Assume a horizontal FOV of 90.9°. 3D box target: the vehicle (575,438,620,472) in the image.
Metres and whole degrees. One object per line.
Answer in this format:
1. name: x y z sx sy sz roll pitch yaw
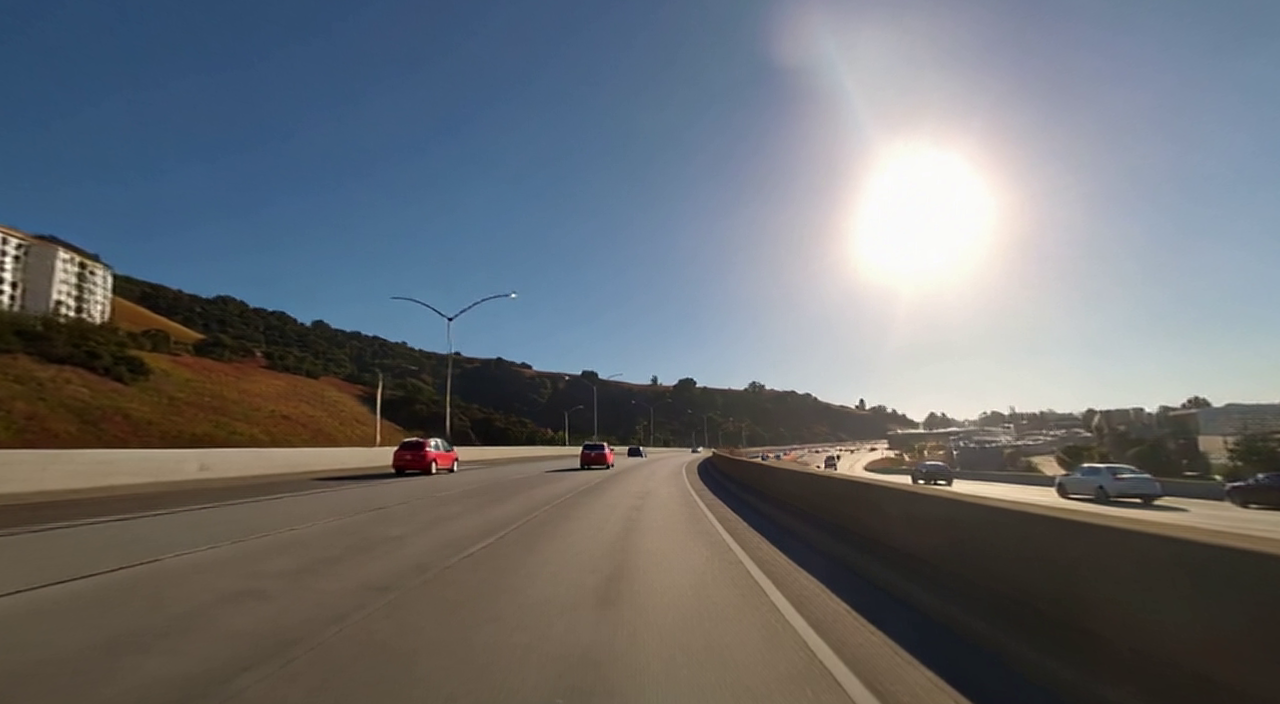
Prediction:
1. vehicle: -2.377 5.866 36.083 2.028 1.782 4.150 -1 -8 4

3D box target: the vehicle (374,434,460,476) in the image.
1. vehicle: -10.058 4.701 28.910 2.039 1.746 4.528 -1 -8 4

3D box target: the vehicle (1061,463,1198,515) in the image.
1. vehicle: 17.994 5.022 23.522 1.786 1.559 4.496 -1 -8 5
